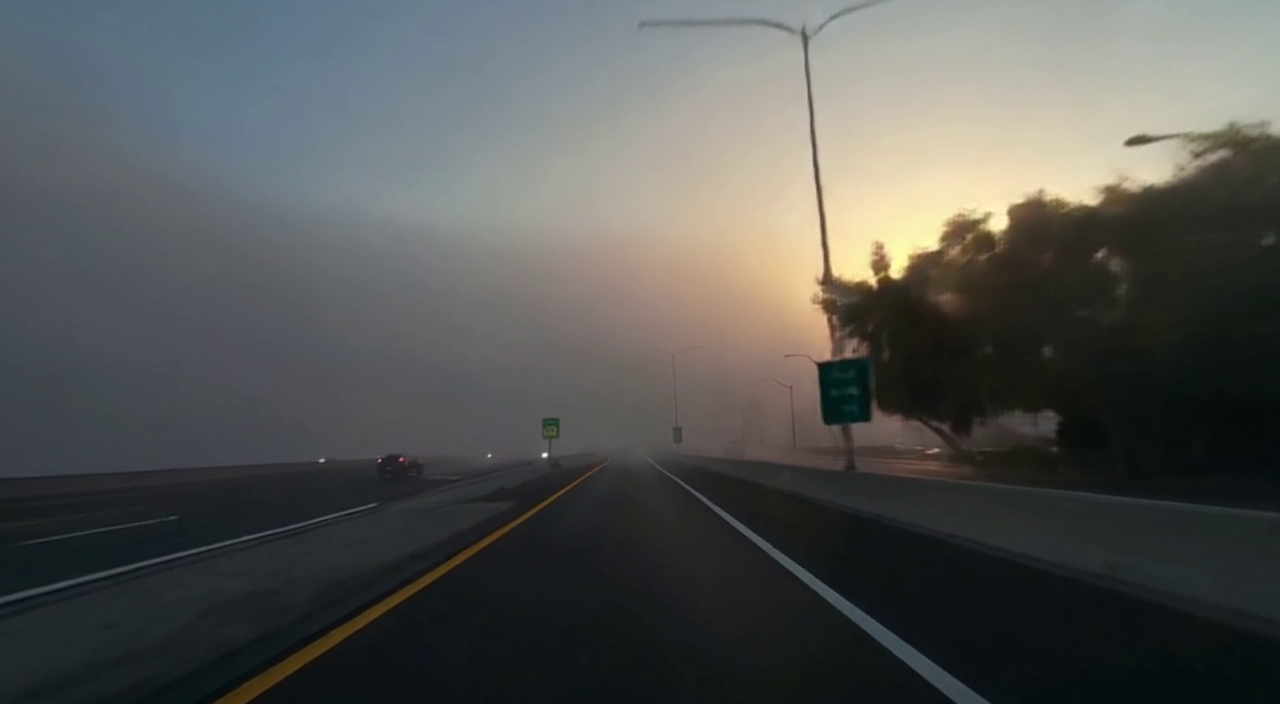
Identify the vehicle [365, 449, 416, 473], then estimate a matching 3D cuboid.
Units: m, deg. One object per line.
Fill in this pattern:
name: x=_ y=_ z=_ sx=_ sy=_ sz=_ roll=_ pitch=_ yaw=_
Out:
vehicle: x=-19.015 y=8.298 z=48.430 sx=2.126 sy=1.671 sz=5.173 roll=0 pitch=-9 yaw=-4
